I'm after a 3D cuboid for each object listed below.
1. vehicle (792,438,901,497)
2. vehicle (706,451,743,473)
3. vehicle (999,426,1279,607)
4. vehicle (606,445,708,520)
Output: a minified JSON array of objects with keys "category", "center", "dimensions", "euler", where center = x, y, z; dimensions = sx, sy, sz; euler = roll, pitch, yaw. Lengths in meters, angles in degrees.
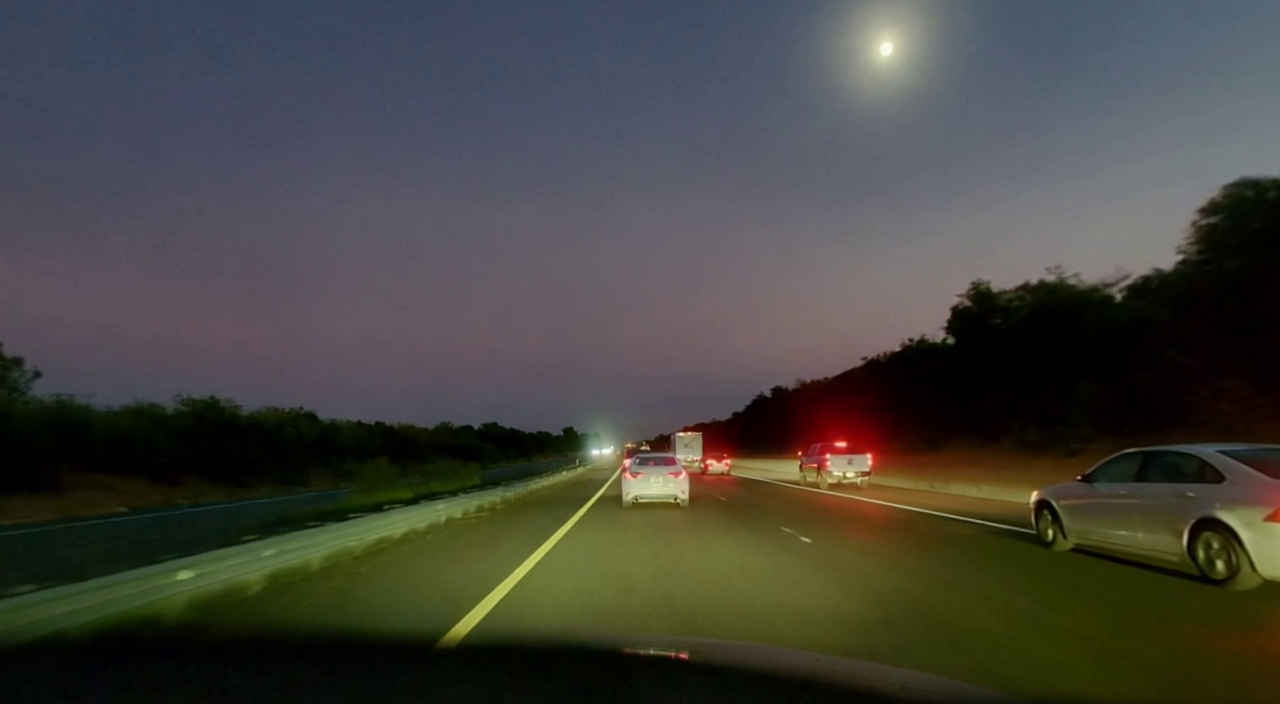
[{"category":"vehicle","center":[6.514,3.690,20.433],"dimensions":[1.980,1.702,4.235],"euler":[0,-9,-2]},{"category":"vehicle","center":[5.969,7.838,45.042],"dimensions":[1.921,1.451,3.841],"euler":[0,-9,-3]},{"category":"vehicle","center":[6.282,1.664,7.133],"dimensions":[1.965,1.484,4.090],"euler":[0,-9,-1]},{"category":"vehicle","center":[0.311,2.961,14.748],"dimensions":[2.076,1.485,3.774],"euler":[0,-9,-1]}]
